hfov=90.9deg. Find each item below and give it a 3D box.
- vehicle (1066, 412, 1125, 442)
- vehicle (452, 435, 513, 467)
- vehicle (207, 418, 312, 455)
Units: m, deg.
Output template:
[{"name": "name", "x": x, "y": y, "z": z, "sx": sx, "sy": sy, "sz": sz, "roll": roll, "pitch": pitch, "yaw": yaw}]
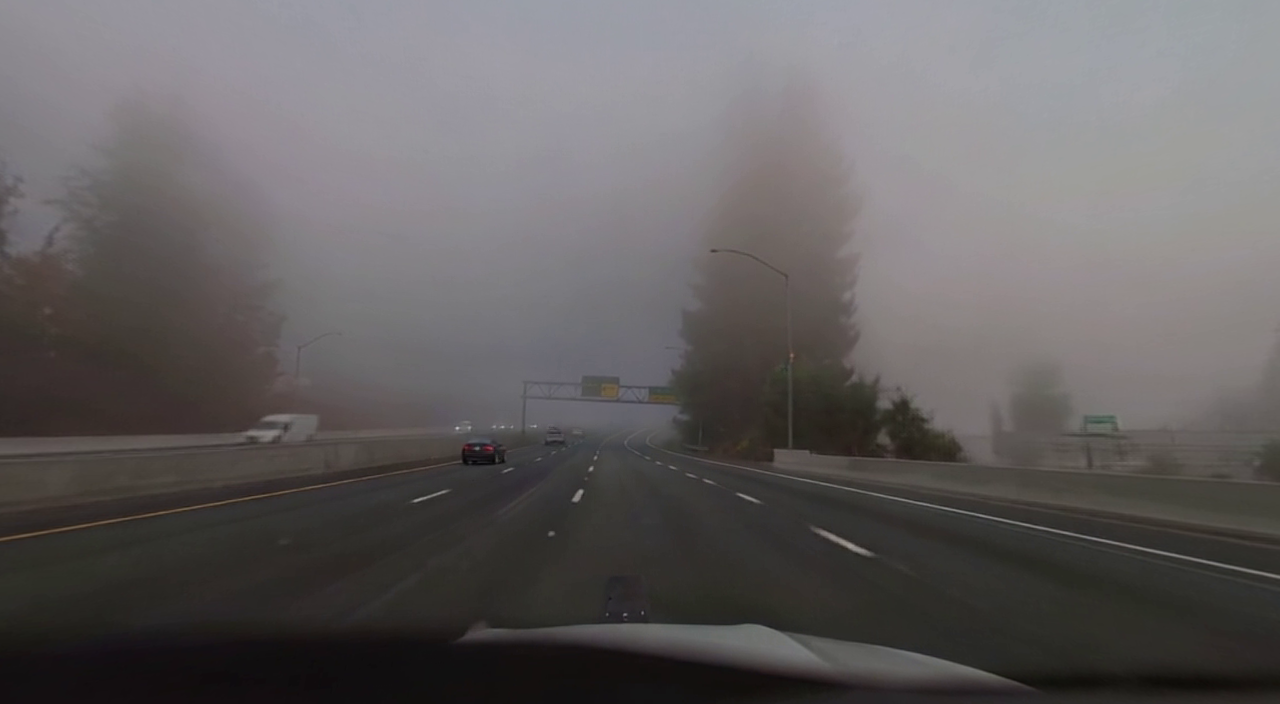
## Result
[{"name": "vehicle", "x": 31.804, "y": 5.284, "z": 43.936, "sx": 2.349, "sy": 1.906, "sz": 5.494, "roll": -9, "pitch": -12, "yaw": 44}, {"name": "vehicle", "x": -7.959, "y": 5.022, "z": 32.233, "sx": 2.025, "sy": 1.494, "sz": 4.495, "roll": 0, "pitch": -8, "yaw": -1}, {"name": "vehicle", "x": -22.693, "y": 5.147, "z": 38.031, "sx": 2.687, "sy": 2.033, "sz": 6.139, "roll": 0, "pitch": -8, "yaw": -2}]
